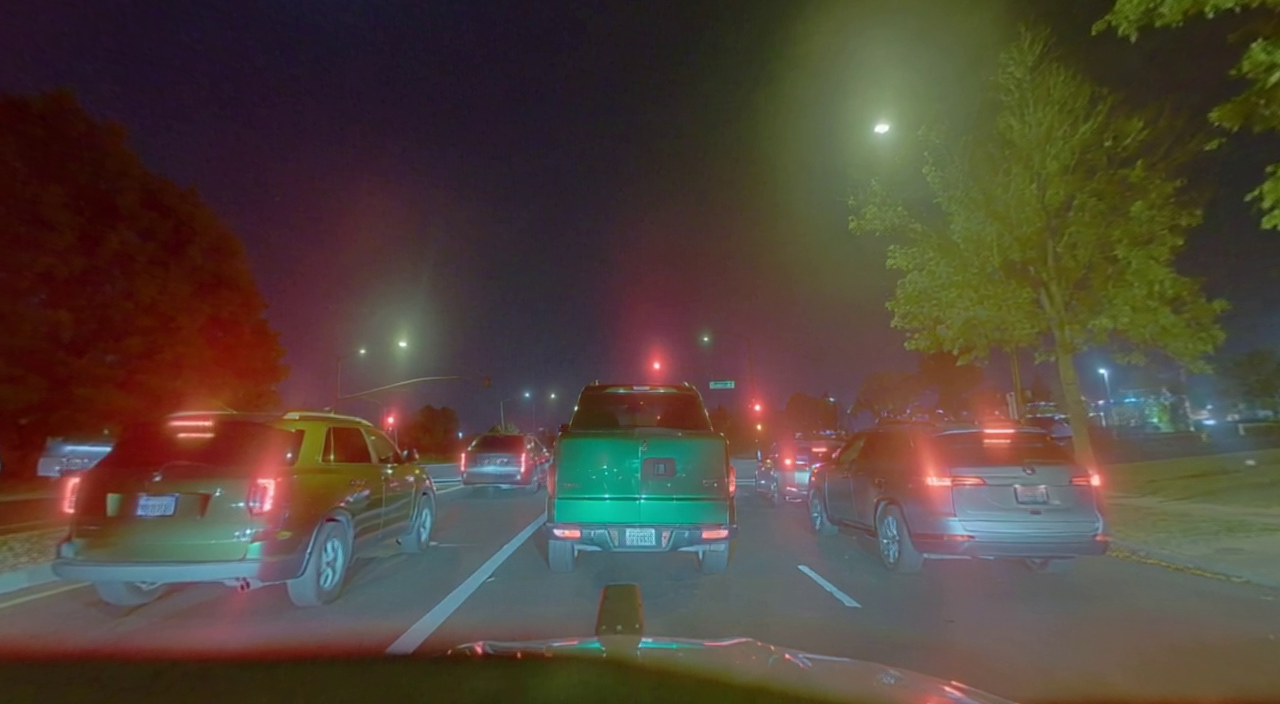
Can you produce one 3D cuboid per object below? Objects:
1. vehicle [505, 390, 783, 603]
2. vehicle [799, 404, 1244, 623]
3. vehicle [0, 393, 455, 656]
[{"bbox_3d":[0.016,1.484,7.247,2.294,1.761,3.857,0,-9,-1],"label":"vehicle"},{"bbox_3d":[3.462,1.552,7.040,2.202,1.657,4.298,0,-9,-1],"label":"vehicle"},{"bbox_3d":[-3.374,1.382,6.057,1.961,1.639,4.064,0,-9,0],"label":"vehicle"}]
